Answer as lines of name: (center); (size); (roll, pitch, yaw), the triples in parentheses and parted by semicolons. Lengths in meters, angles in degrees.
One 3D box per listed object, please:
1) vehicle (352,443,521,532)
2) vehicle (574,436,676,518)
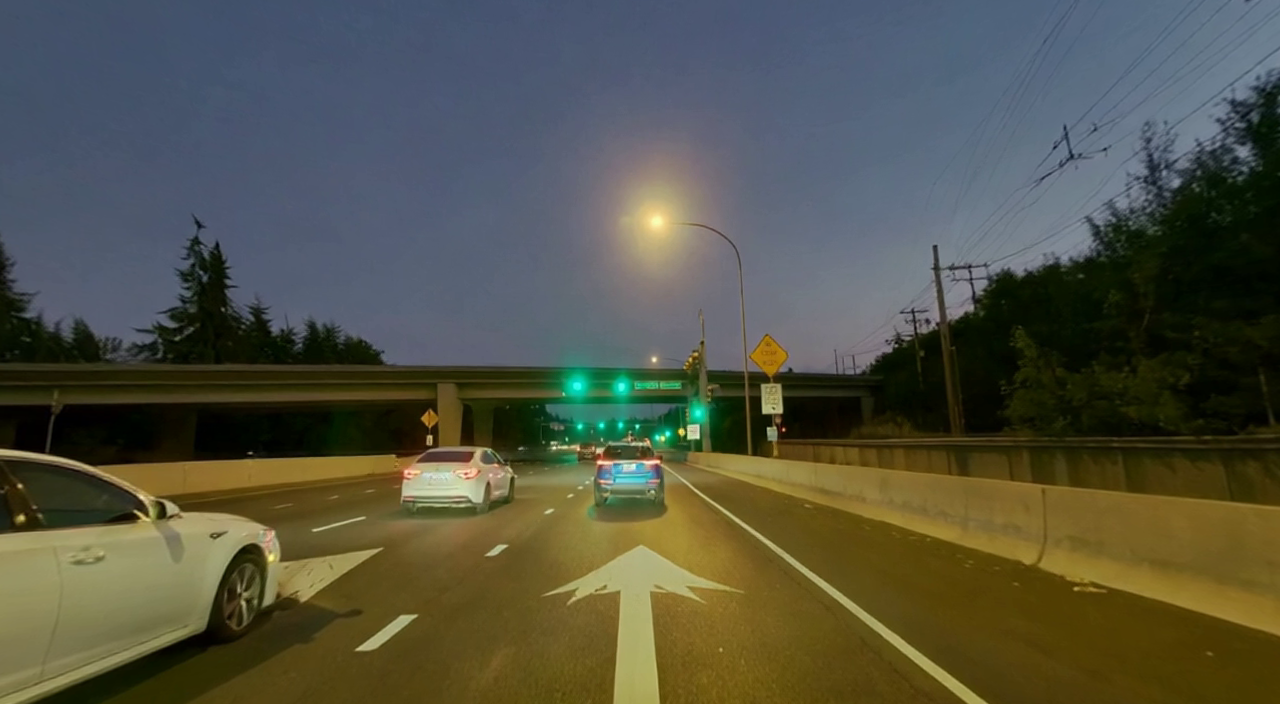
vehicle: (-3.745, 2.536, 12.520); (1.946, 1.437, 4.154); (0, -8, 0)
vehicle: (-0.318, 2.731, 14.294); (1.985, 1.565, 3.968); (0, -8, -1)
